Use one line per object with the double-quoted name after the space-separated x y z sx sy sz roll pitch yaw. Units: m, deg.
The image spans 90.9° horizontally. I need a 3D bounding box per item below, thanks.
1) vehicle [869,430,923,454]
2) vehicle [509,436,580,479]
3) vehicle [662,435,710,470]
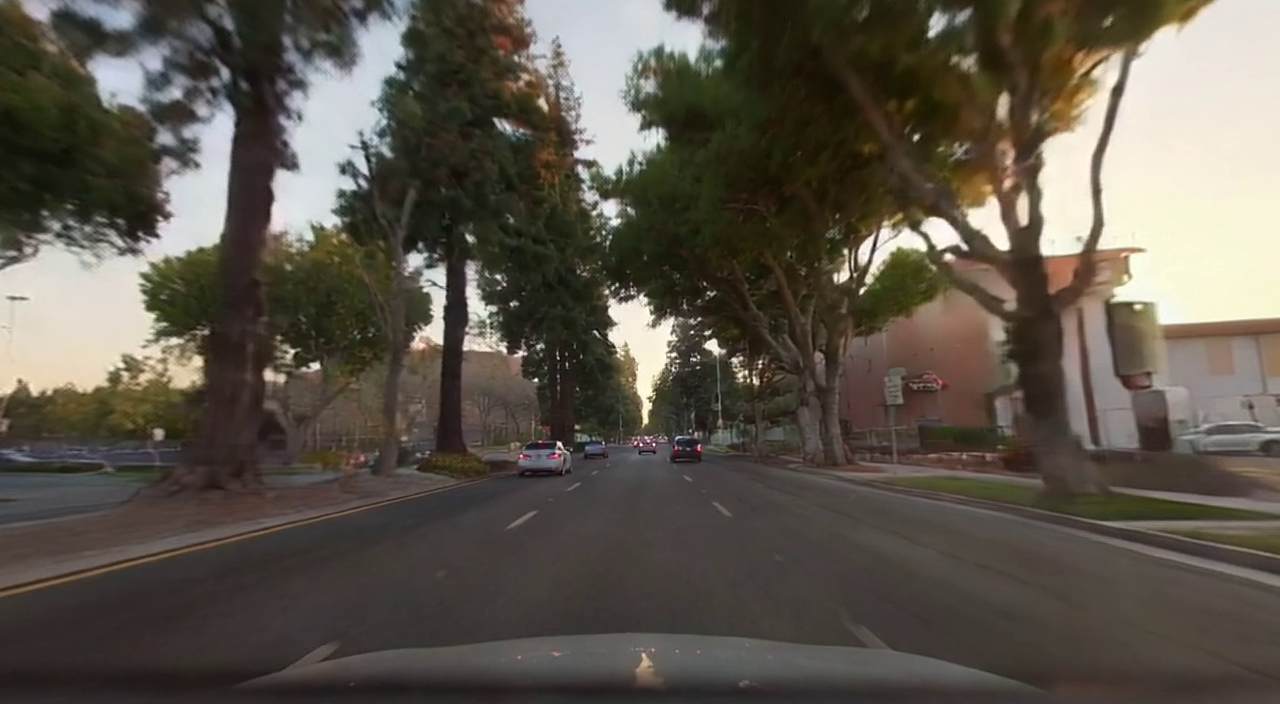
16.031 5.623 39.646 1.823 1.413 3.884 0 -8 1 "vehicle"
-3.581 4.029 24.394 1.908 1.481 4.536 0 -8 2 "vehicle"
2.185 4.892 30.809 1.922 1.579 3.642 0 -8 -2 "vehicle"
